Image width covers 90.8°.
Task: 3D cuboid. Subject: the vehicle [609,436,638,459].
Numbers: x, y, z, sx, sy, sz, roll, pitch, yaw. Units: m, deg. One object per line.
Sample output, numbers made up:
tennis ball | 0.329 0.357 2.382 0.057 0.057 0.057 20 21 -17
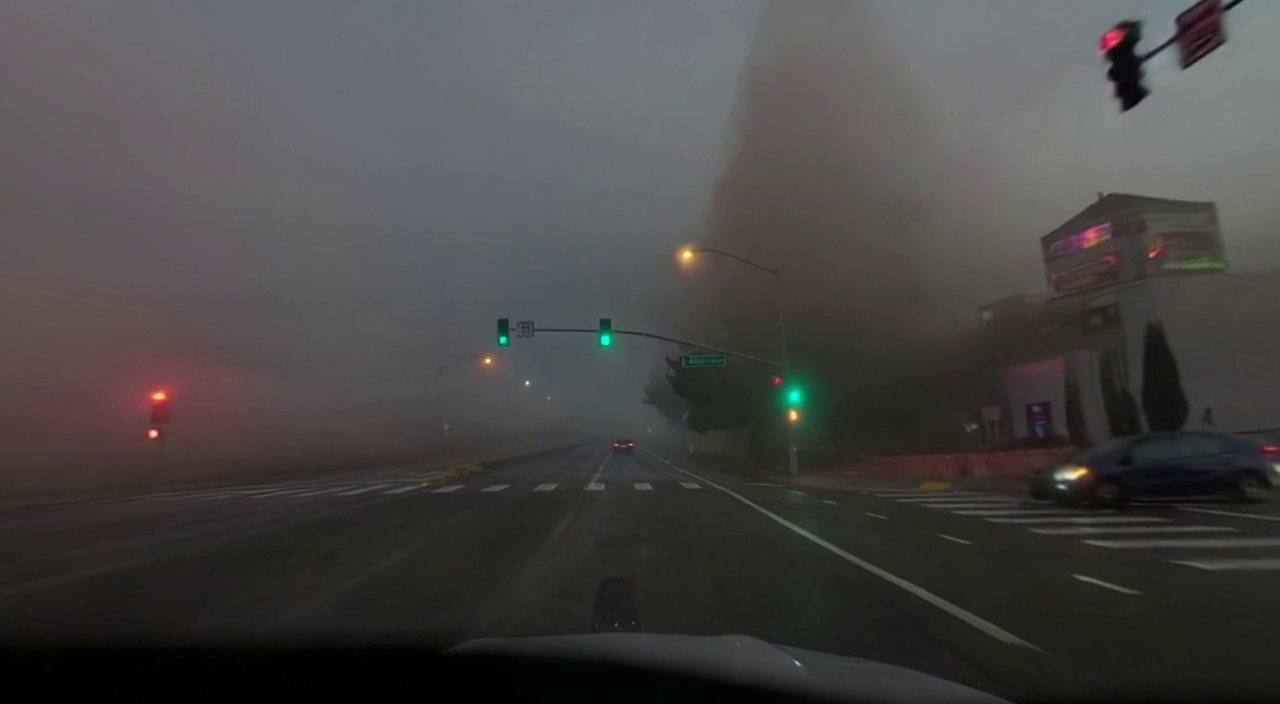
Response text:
vehicle | -1.223 7.140 47.392 2.024 1.628 4.774 0 -9 -1

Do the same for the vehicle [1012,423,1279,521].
vehicle | 9.490 2.037 10.982 4.794 1.511 1.992 0 -9 -3
